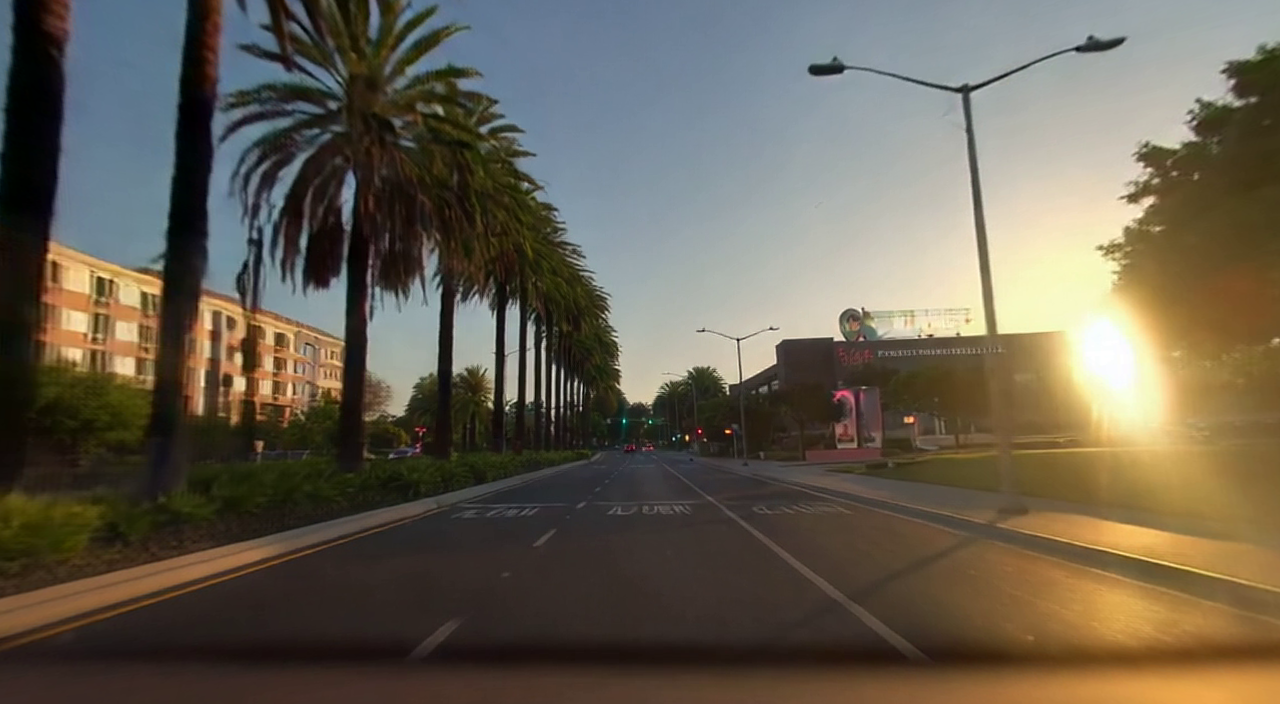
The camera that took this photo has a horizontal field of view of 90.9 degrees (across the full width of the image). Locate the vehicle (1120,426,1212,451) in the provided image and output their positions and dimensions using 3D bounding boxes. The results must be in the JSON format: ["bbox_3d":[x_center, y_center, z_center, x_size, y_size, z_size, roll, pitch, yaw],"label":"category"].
[{"bbox_3d":[34.471,5.718,41.458,1.820,1.571,4.697,0,-8,-3],"label":"vehicle"}]
